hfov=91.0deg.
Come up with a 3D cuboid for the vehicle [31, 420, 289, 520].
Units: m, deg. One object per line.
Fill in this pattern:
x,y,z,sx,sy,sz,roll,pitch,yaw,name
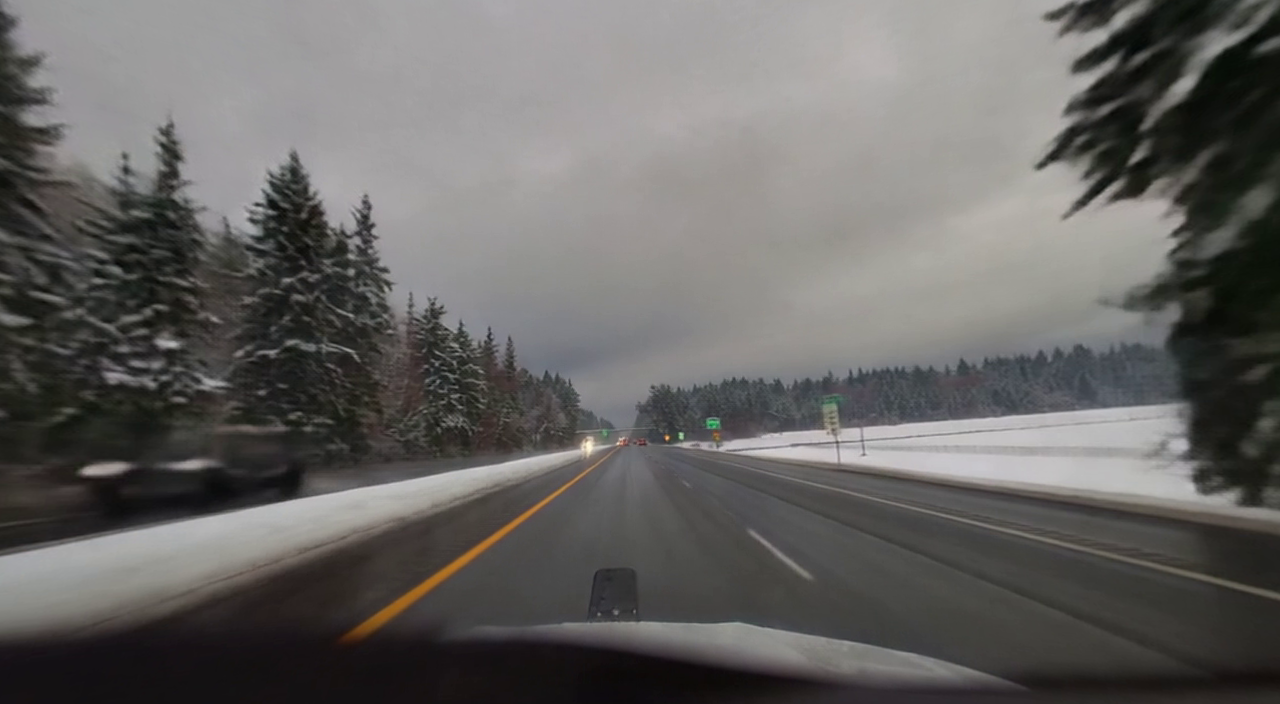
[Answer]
-9.647,2.385,13.275,1.927,1.703,4.488,0,-8,-1,vehicle
